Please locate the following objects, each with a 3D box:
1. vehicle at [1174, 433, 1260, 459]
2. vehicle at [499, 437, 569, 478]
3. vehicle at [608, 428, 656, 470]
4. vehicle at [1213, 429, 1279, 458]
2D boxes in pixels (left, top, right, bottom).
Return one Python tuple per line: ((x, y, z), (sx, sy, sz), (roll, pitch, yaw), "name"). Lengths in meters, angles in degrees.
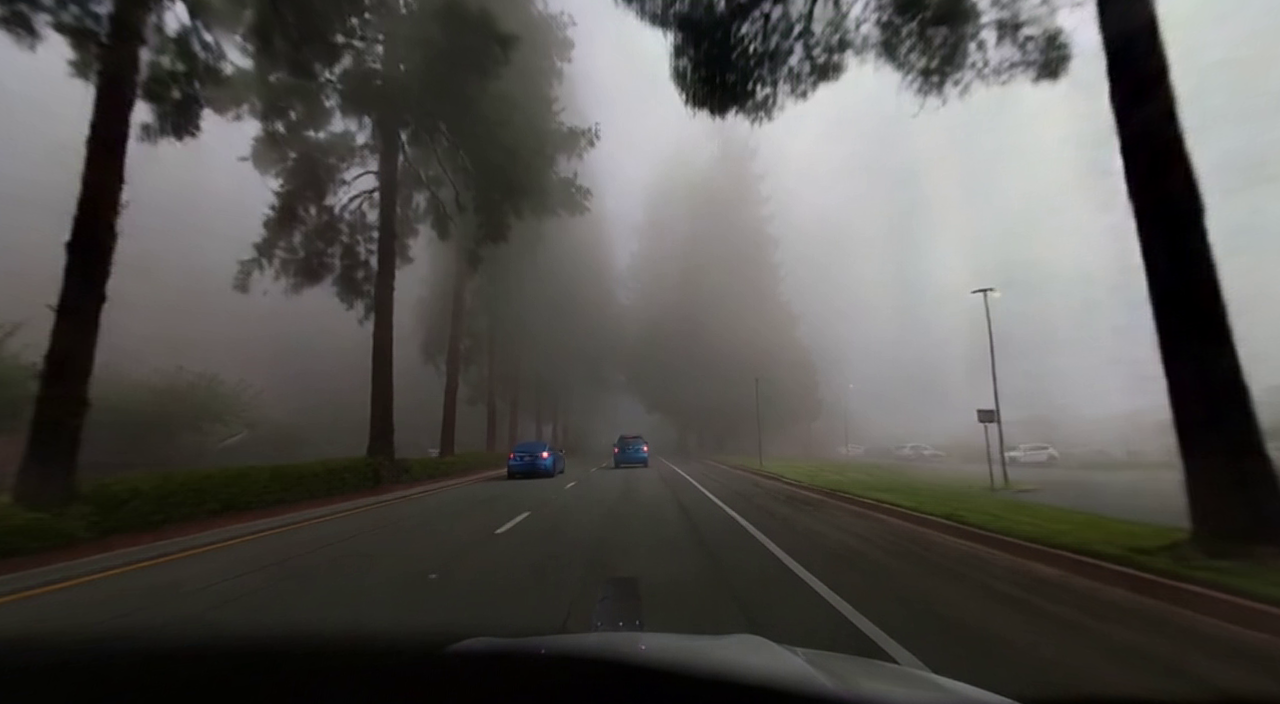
((33.771, 5.510, 37.028), (3.531, 1.422, 1.598), (0, -8, -3), "vehicle")
((-4.002, 4.037, 24.574), (1.917, 1.448, 4.178), (0, -8, 1), "vehicle")
((-0.368, 4.404, 28.853), (2.018, 1.769, 3.897), (0, -8, -1), "vehicle")
((33.925, 4.979, 34.373), (3.764, 1.480, 1.732), (0, -8, -2), "vehicle")
